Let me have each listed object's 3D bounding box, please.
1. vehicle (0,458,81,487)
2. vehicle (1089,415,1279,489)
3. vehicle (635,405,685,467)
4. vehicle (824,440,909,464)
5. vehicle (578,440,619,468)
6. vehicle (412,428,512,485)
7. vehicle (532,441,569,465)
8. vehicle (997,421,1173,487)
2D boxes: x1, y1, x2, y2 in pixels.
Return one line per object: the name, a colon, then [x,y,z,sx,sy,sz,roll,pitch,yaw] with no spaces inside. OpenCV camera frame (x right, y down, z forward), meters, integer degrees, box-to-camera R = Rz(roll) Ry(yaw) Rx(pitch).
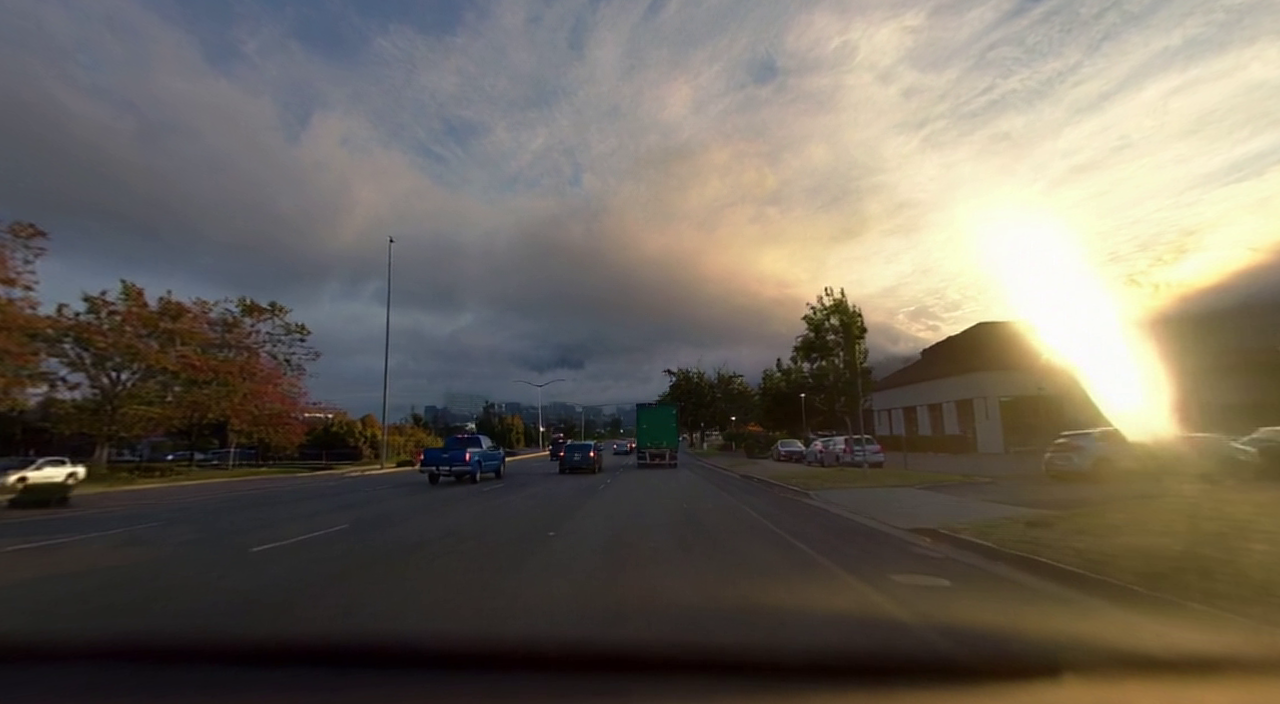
vehicle: [-33.758,6.583,34.480,4.409,1.480,2.092,-1,-9,3]
vehicle: [15.141,2.772,17.636,1.995,1.785,4.343,0,-9,2]
vehicle: [1.233,5.564,41.251,2.905,3.644,8.441,0,-9,1]
vehicle: [14.867,6.579,41.524,4.830,1.472,2.042,0,-9,-1]
vehicle: [-2.548,6.361,39.510,2.114,1.663,4.381,0,-9,2]
vehicle: [-6.551,3.928,23.970,2.149,1.893,5.187,0,-9,2]
vehicle: [-6.337,7.172,45.030,1.908,1.616,4.089,0,-9,2]
vehicle: [12.509,2.923,18.168,1.880,1.642,4.523,0,-9,3]
